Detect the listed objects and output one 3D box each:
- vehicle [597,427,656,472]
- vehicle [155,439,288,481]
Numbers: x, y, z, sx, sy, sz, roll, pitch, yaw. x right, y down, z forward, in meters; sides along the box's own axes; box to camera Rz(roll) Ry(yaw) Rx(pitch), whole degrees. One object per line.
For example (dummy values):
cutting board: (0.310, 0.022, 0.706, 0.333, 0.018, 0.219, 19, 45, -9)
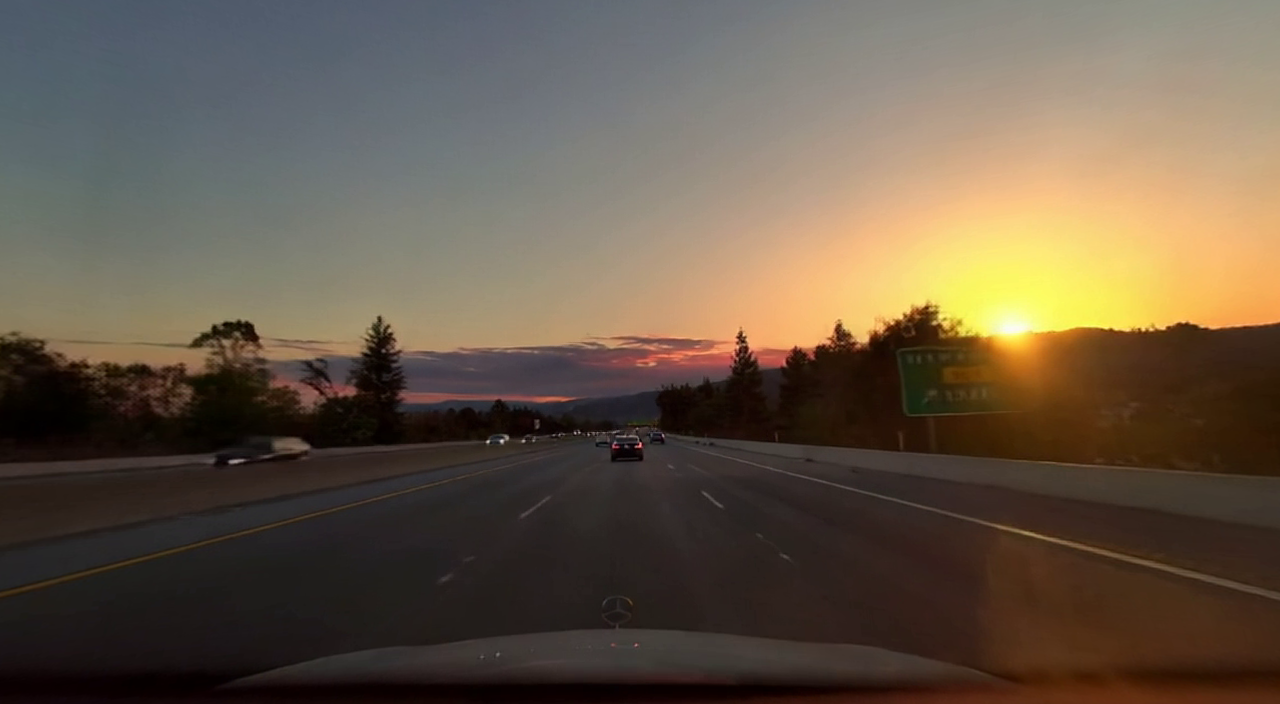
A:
vehicle: (-0.509, 3.732, 24.454, 2.094, 1.600, 3.666, 0, -8, -1)
vehicle: (-16.751, 4.303, 25.631, 2.081, 1.522, 4.969, 0, -8, -1)
